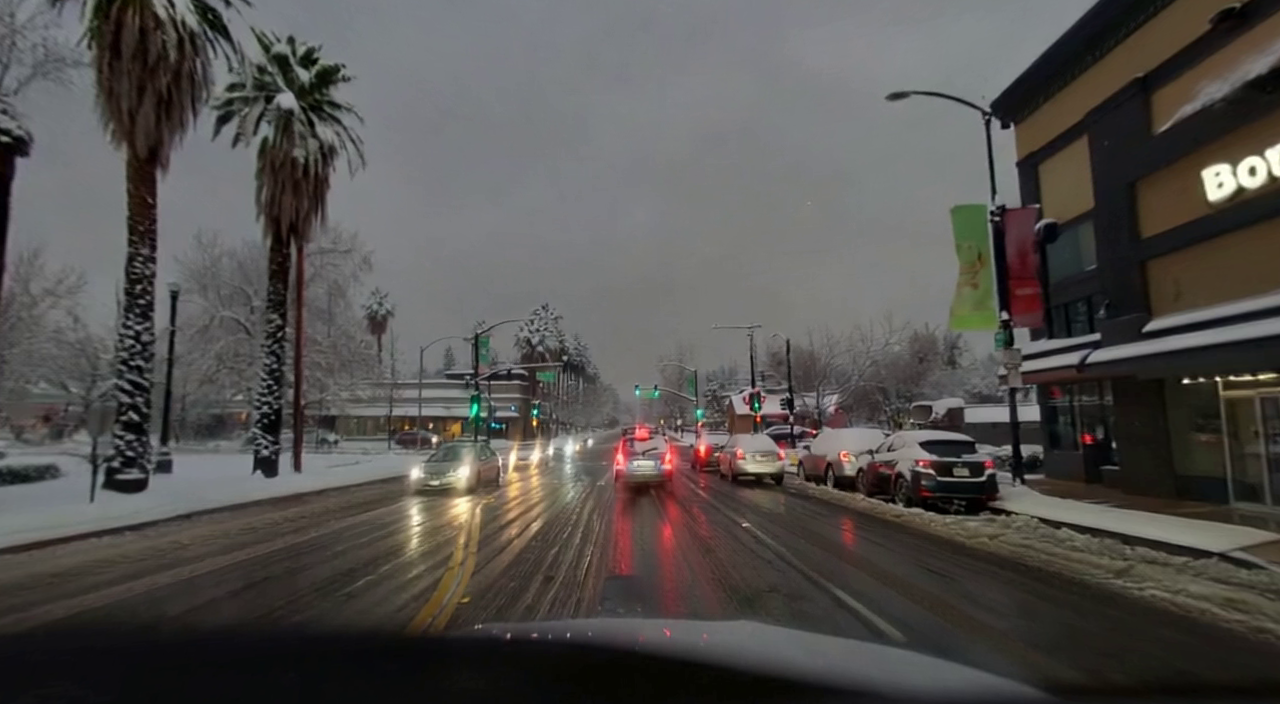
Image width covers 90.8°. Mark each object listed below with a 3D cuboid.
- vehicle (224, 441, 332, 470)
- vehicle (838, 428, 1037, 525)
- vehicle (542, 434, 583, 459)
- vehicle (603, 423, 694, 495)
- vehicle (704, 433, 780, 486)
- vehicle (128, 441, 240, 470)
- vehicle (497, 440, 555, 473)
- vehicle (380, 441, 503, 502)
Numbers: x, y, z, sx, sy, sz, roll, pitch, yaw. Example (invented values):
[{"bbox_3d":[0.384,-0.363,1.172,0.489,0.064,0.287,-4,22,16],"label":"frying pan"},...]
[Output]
[{"bbox_3d":[-19.669,5.635,34.513,1.759,1.457,4.727,-7,-11,37],"label":"vehicle"},{"bbox_3d":[6.137,2.611,13.830,2.008,1.729,4.647,0,-8,-1],"label":"vehicle"},{"bbox_3d":[-5.633,6.966,46.569,2.341,1.762,4.865,0,-8,0],"label":"vehicle"},{"bbox_3d":[0.172,3.018,18.166,2.264,1.798,4.531,0,-8,-1],"label":"vehicle"},{"bbox_3d":[3.602,3.907,23.243,2.070,1.711,4.480,0,-8,0],"label":"vehicle"},{"bbox_3d":[-25.735,5.817,35.883,1.873,1.507,4.809,-3,-8,23],"label":"vehicle"},{"bbox_3d":[-5.525,5.132,31.291,2.092,1.504,4.374,0,-8,-1],"label":"vehicle"},{"bbox_3d":[-5.192,3.173,17.284,1.946,1.412,4.657,0,-8,-1],"label":"vehicle"}]
